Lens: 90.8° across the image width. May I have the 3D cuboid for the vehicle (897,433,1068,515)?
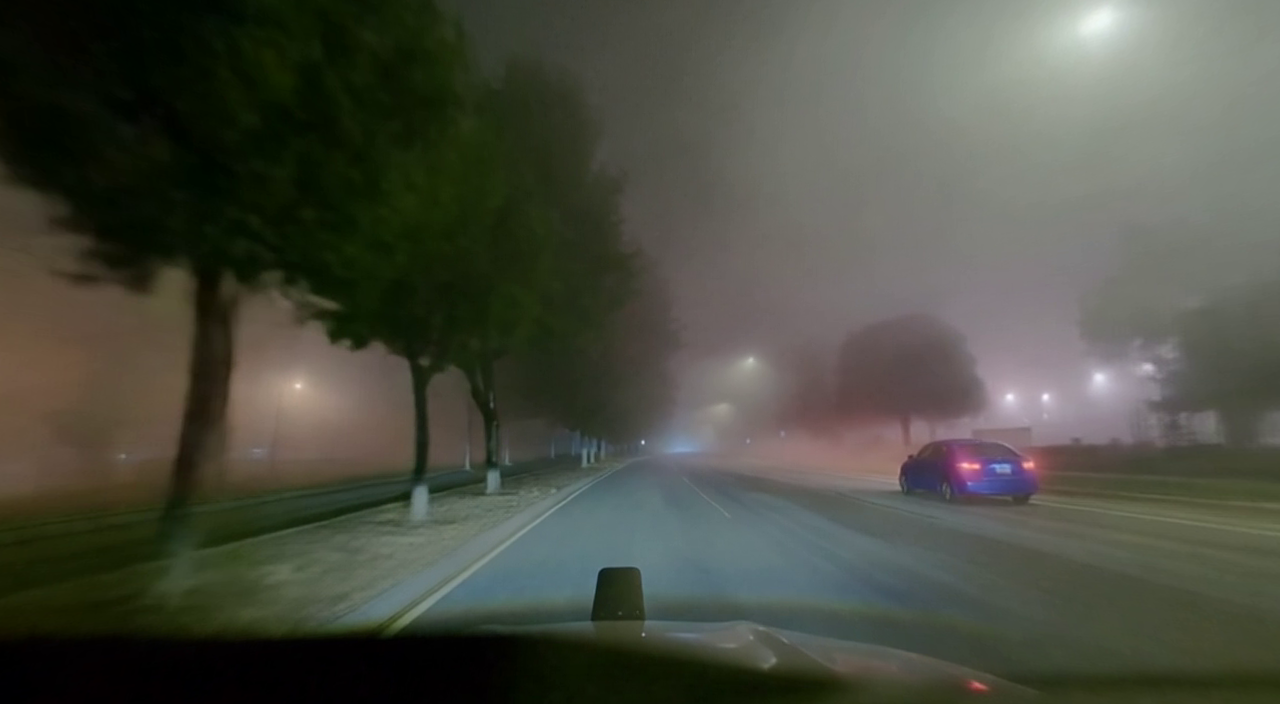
[{"bbox_3d":[7.230,2.584,13.787,1.797,1.518,3.433,0,-9,0],"label":"vehicle"}]
